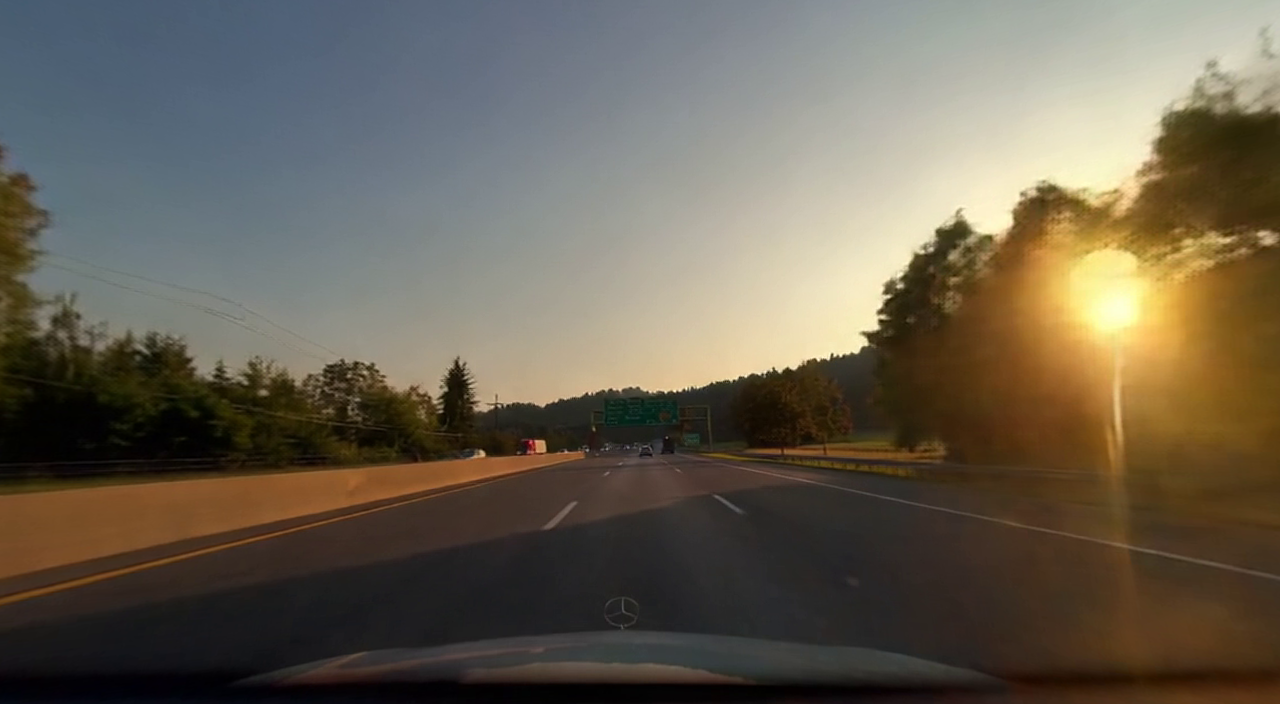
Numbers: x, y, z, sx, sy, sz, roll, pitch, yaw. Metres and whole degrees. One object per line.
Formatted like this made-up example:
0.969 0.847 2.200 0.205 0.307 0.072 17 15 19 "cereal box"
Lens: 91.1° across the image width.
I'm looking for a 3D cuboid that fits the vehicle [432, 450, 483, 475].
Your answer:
-11.778 7.155 40.967 1.958 1.497 4.489 -1 -9 0 "vehicle"
